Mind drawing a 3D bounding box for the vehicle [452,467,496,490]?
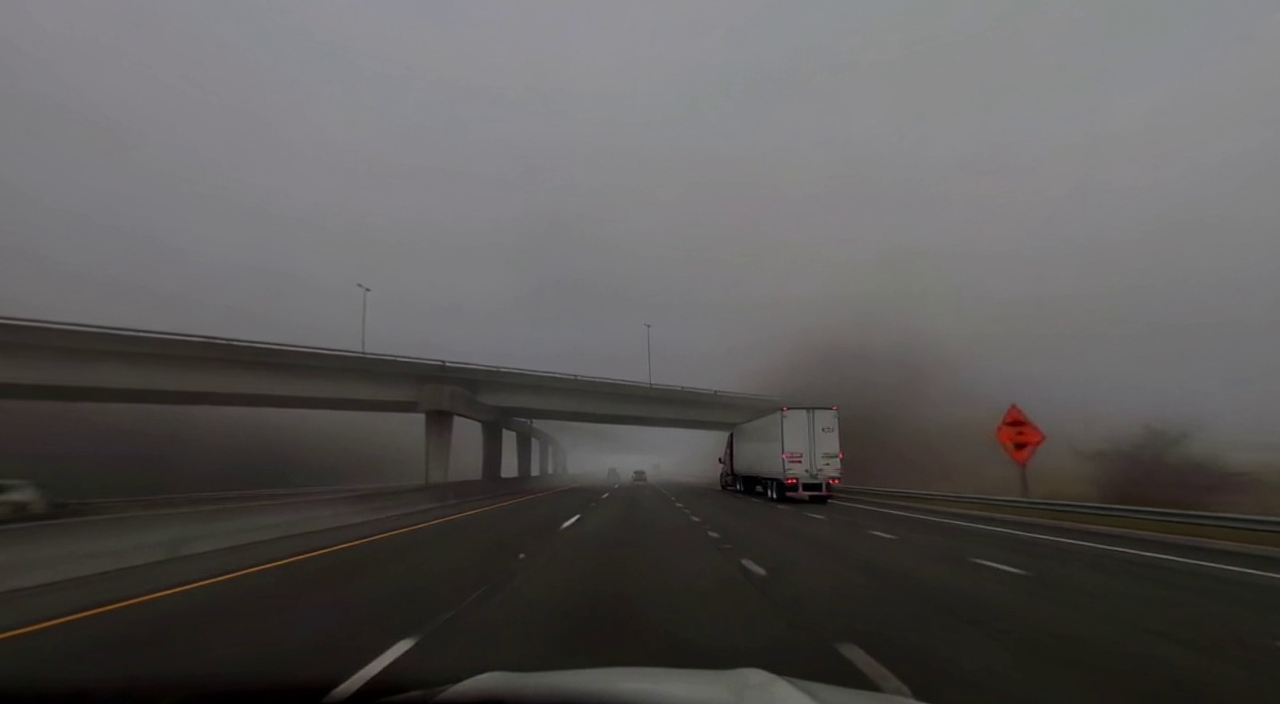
[{"bbox_3d":[-11.284,8.620,43.145,1.870,1.478,4.173,1,-10,-1],"label":"vehicle"}]

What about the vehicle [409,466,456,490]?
[{"bbox_3d":[-15.112,9.219,46.169,1.887,1.599,4.561,1,-10,-1],"label":"vehicle"}]

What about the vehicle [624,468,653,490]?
[{"bbox_3d":[-0.103,9.192,45.815,2.029,1.459,3.684,1,-10,0],"label":"vehicle"}]

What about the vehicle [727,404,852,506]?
[{"bbox_3d":[7.011,5.440,32.479,2.926,4.073,13.836,1,-10,0],"label":"vehicle"}]
